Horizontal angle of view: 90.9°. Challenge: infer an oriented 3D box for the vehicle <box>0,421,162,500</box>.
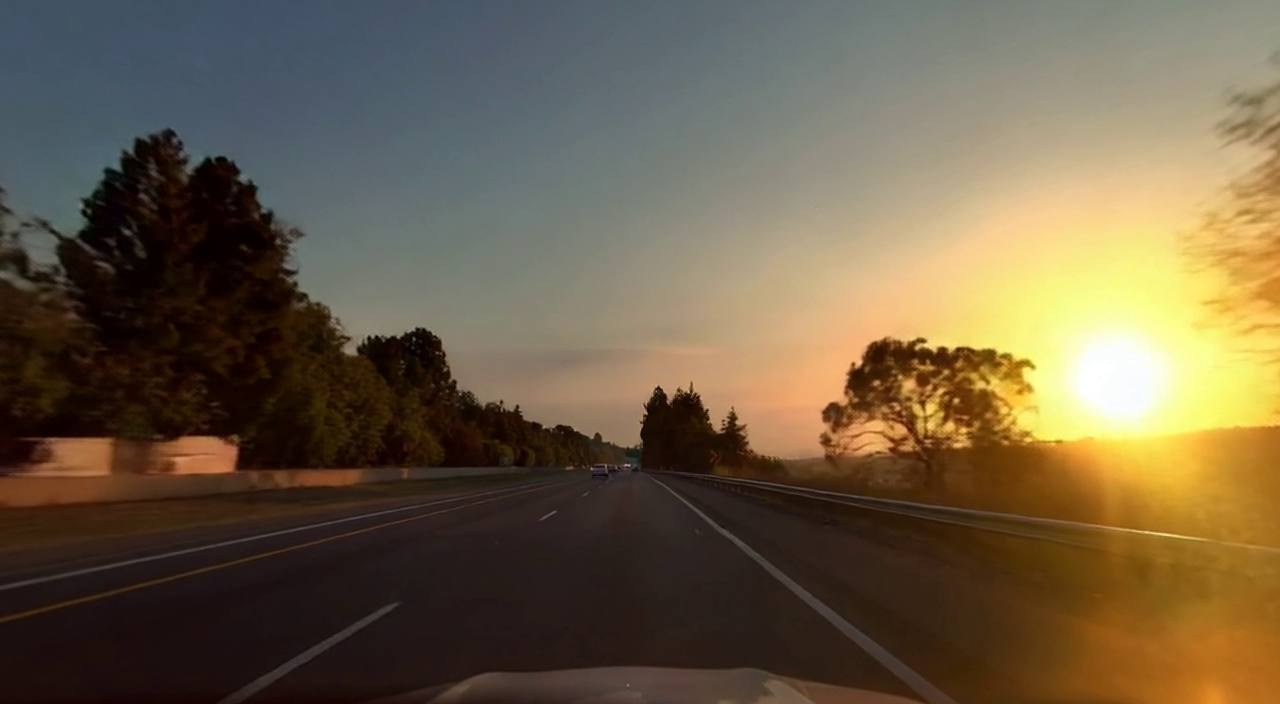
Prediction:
[{"bbox_3d":[-24.776,4.711,27.170,2.567,2.922,7.116,1,-11,0],"label":"vehicle"}]
